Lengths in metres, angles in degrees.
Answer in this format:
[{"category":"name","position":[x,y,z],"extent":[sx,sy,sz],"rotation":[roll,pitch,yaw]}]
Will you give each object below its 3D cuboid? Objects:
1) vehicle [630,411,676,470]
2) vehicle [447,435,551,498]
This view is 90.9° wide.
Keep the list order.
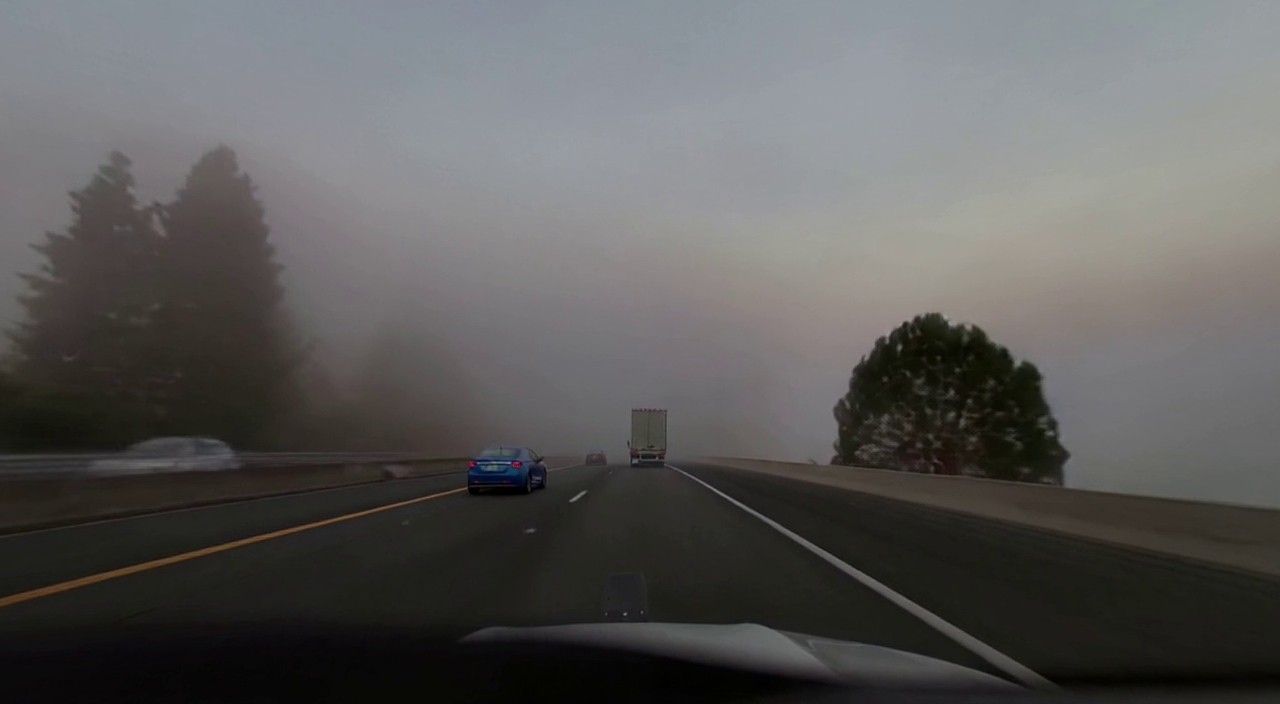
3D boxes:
[{"category":"vehicle","position":[0.747,6.251,44.115],"extent":[2.893,3.628,9.081],"rotation":[0,-9,-1]},{"category":"vehicle","position":[-3.849,3.211,17.995],"extent":[1.977,1.602,3.944],"rotation":[0,-9,1]}]
